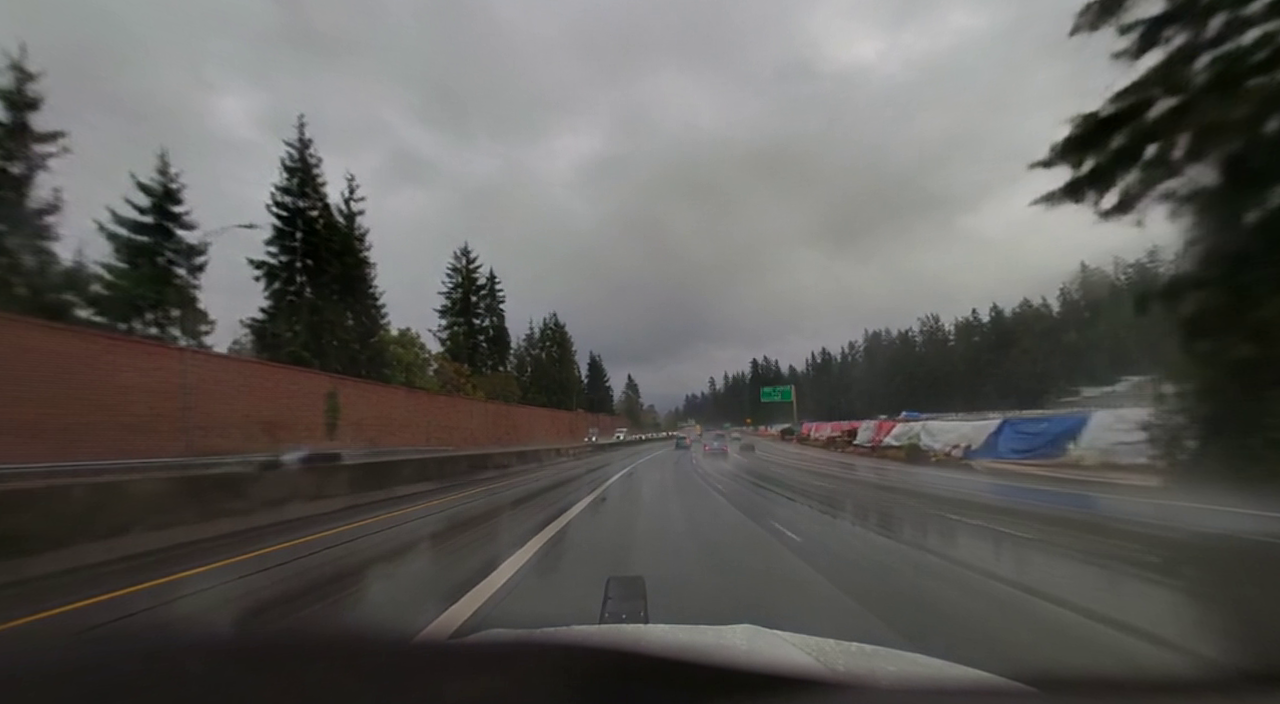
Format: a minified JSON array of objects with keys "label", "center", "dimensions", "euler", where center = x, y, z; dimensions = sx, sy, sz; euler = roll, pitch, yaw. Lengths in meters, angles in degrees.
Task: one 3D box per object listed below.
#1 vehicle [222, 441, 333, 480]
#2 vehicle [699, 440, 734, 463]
[{"label":"vehicle","center":[-15.398,4.628,27.149],"dimensions":[1.914,1.506,4.614],"euler":[-1,-8,2]},{"label":"vehicle","center":[5.119,6.720,42.609],"dimensions":[1.926,1.477,4.080],"euler":[0,-8,2]}]
